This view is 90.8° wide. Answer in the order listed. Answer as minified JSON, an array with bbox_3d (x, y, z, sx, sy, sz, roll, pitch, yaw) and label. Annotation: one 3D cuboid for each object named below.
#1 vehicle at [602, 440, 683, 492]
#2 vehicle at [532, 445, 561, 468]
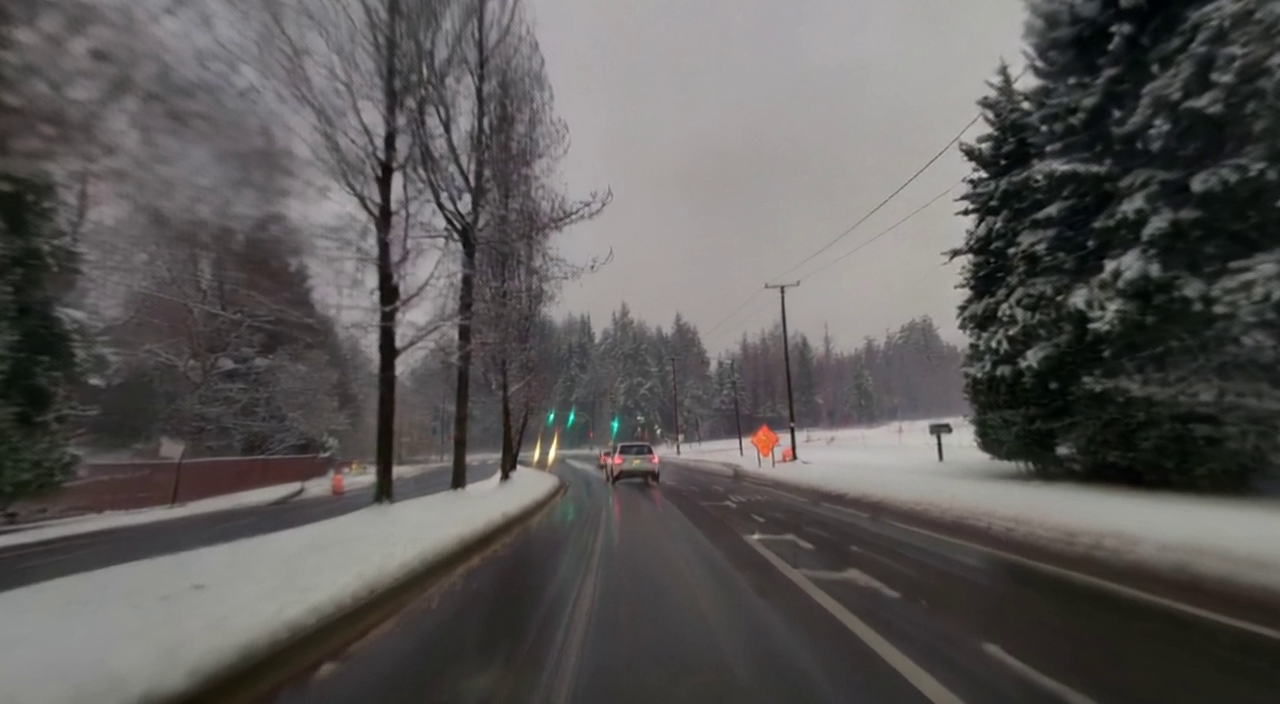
[{"bbox_3d":[-0.057,3.700,20.869,2.266,1.508,4.430,1,-9,-5],"label":"vehicle"},{"bbox_3d":[-7.136,7.954,48.139,2.077,1.665,4.206,1,-9,-9],"label":"vehicle"}]
